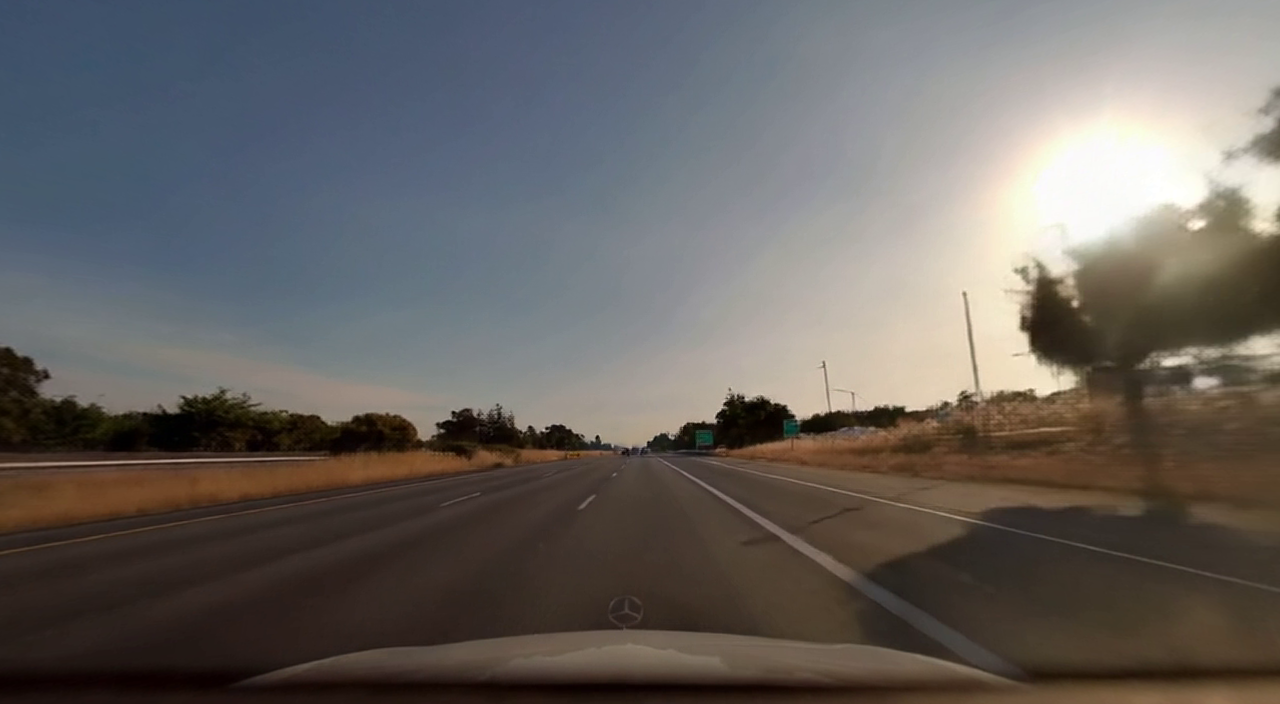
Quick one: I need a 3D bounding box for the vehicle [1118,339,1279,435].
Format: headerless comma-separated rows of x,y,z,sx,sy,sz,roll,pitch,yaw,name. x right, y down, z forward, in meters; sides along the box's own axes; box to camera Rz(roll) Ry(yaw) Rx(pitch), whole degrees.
24.786,1.723,26.291,3.216,3.341,8.290,0,-8,1,vehicle

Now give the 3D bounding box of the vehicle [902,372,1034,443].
17.195,3.162,33.850,2.821,3.355,7.583,0,-8,-1,vehicle
